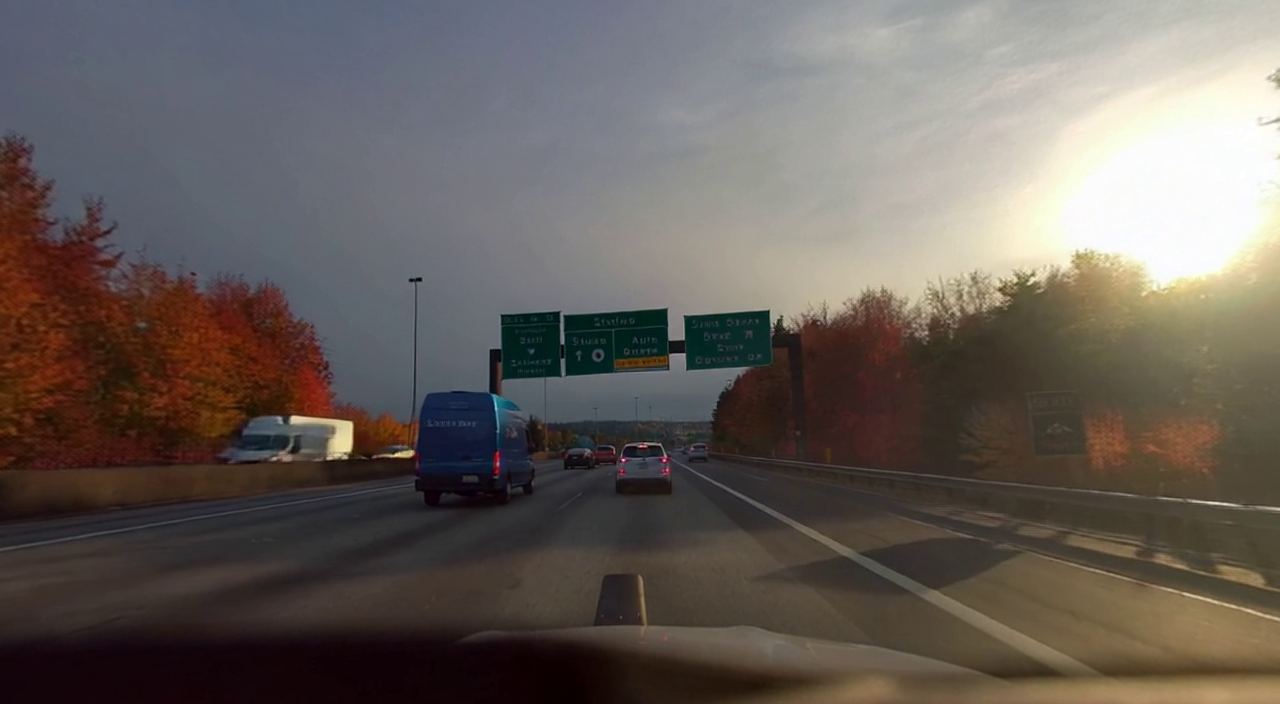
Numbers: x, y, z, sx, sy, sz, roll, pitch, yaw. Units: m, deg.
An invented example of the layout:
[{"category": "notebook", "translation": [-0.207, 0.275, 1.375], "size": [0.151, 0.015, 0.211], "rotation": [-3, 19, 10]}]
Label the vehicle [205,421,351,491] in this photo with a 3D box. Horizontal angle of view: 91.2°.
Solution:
[{"category": "vehicle", "translation": [-14.018, 4.094, 24.842], "size": [2.221, 2.411, 5.749], "rotation": [0, -9, 1]}]

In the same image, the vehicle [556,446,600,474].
[{"category": "vehicle", "translation": [-3.483, 6.118, 35.796], "size": [2.015, 1.496, 4.312], "rotation": [0, -9, 1]}]

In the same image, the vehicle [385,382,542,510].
[{"category": "vehicle", "translation": [-4.176, 2.431, 16.213], "size": [2.275, 2.692, 5.810], "rotation": [0, -9, 1]}]

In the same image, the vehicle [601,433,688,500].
[{"category": "vehicle", "translation": [0.151, 3.221, 17.954], "size": [2.195, 1.679, 4.070], "rotation": [0, -9, 1]}]
